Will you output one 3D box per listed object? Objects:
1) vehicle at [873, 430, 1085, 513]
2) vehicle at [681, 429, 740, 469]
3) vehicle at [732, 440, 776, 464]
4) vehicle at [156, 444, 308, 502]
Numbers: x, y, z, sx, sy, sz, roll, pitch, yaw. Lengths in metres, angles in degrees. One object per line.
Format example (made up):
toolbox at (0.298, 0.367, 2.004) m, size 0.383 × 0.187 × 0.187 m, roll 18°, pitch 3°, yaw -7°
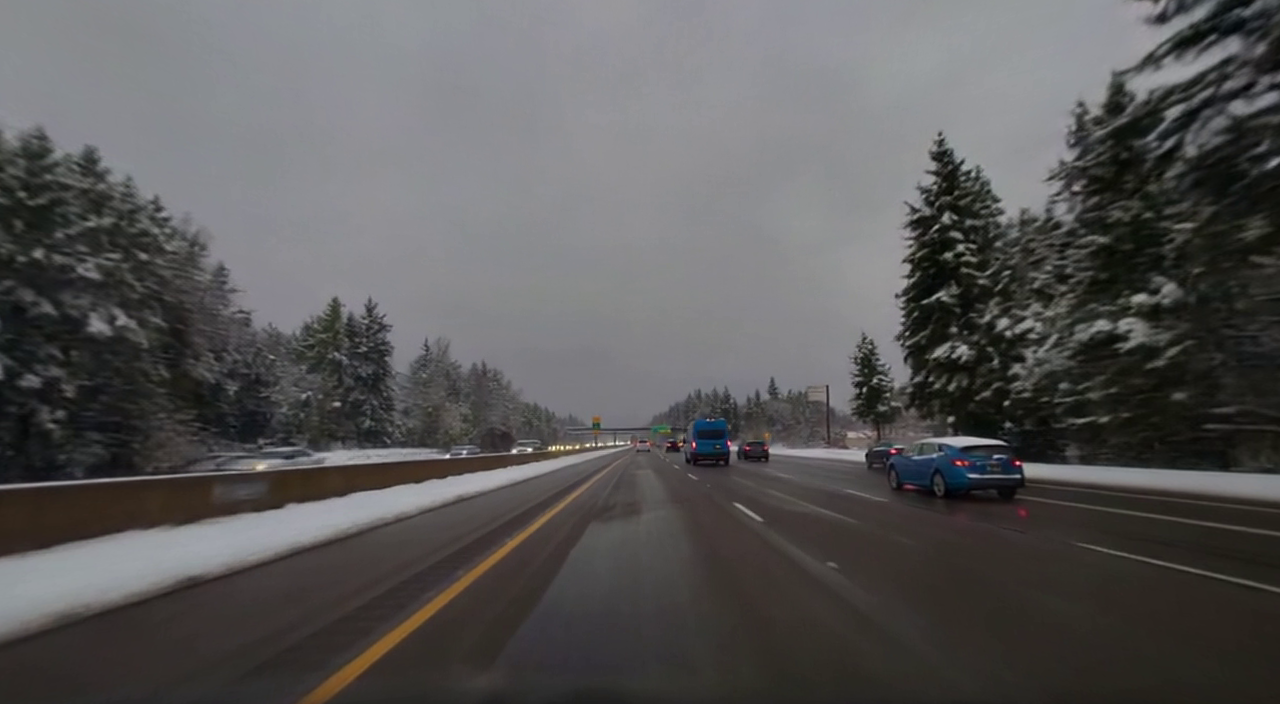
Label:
vehicle at (7.215, 2.582, 14.138) m, size 2.003 × 1.517 × 4.936 m, roll 0°, pitch -8°, yaw 0°
vehicle at (3.899, 5.495, 35.825) m, size 2.546 × 2.087 × 5.404 m, roll 0°, pitch -8°, yaw -2°
vehicle at (7.445, 6.587, 41.451) m, size 2.099 × 1.510 × 3.784 m, roll 0°, pitch -8°, yaw -1°
vehicle at (-13.975, 4.112, 21.932) m, size 2.213 × 1.636 × 4.641 m, roll -4°, pitch -8°, yaw 0°
